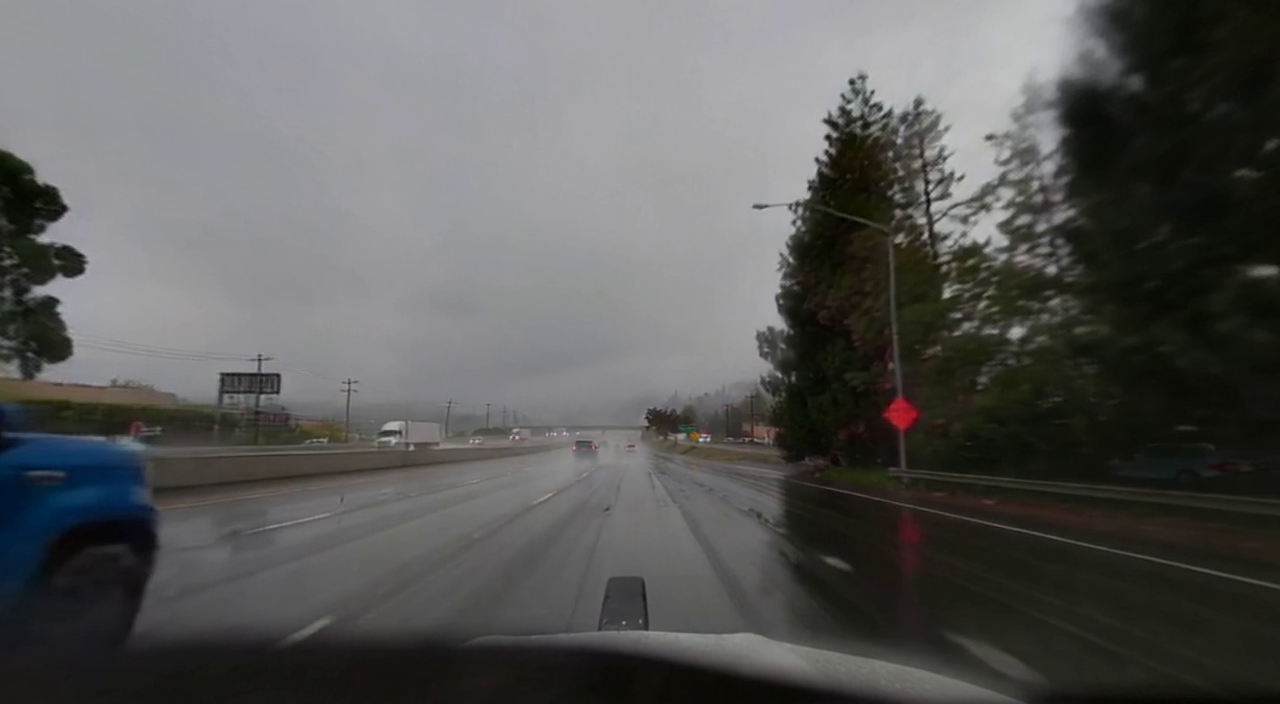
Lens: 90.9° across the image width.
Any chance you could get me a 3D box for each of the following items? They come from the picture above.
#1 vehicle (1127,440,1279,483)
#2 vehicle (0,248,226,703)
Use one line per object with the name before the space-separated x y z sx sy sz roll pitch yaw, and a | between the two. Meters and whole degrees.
vehicle | 25.724 4.963 29.035 1.972 1.749 5.464 1 -8 -4
vehicle | -4.100 0.429 1.384 2.352 2.209 5.802 0 -8 1
